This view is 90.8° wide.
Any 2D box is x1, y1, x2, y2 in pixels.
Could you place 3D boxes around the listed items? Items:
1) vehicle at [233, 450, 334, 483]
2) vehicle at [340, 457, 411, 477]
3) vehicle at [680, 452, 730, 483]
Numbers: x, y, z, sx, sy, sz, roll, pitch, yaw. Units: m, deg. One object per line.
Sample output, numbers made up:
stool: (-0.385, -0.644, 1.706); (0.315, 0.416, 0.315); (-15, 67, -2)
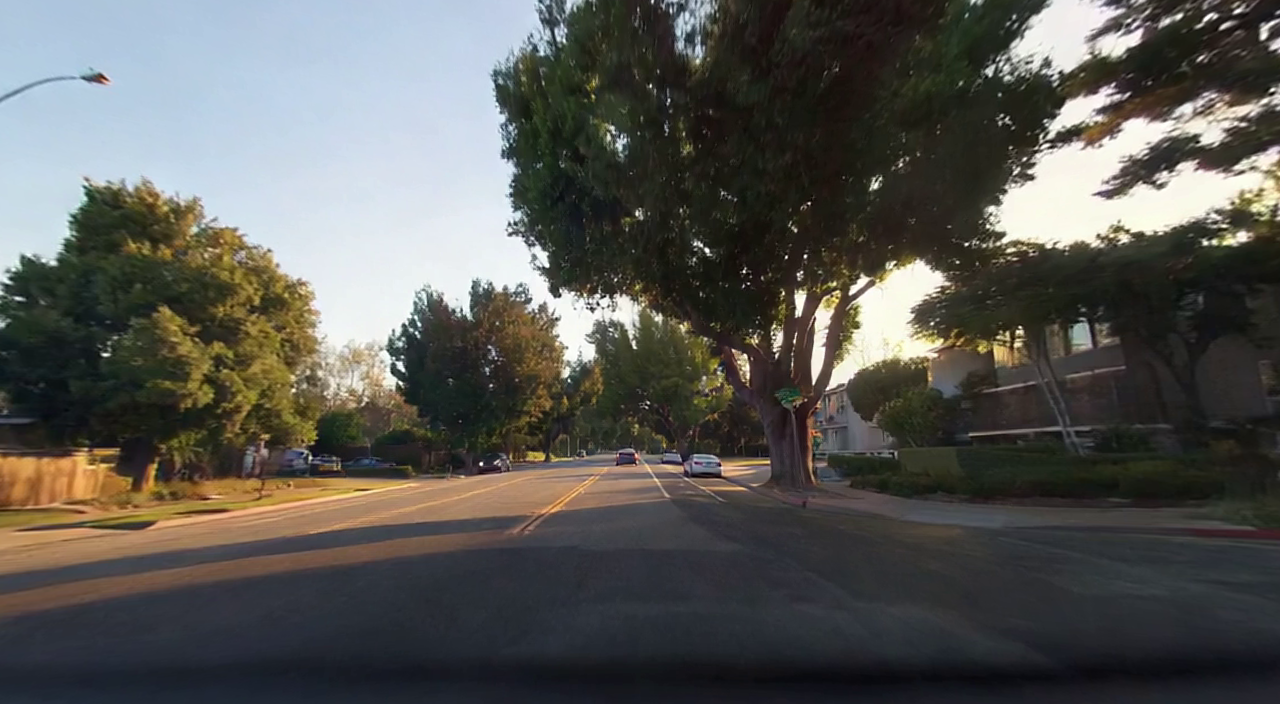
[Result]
vehicle: (-20.287, 6.528, 36.134); (4.496, 1.823, 2.046); (1, -9, -6)
vehicle: (-19.183, 8.348, 45.933); (4.326, 1.355, 1.812); (1, -9, -4)
vehicle: (3.402, 6.158, 33.841); (2.014, 1.498, 4.484); (1, -9, -3)
